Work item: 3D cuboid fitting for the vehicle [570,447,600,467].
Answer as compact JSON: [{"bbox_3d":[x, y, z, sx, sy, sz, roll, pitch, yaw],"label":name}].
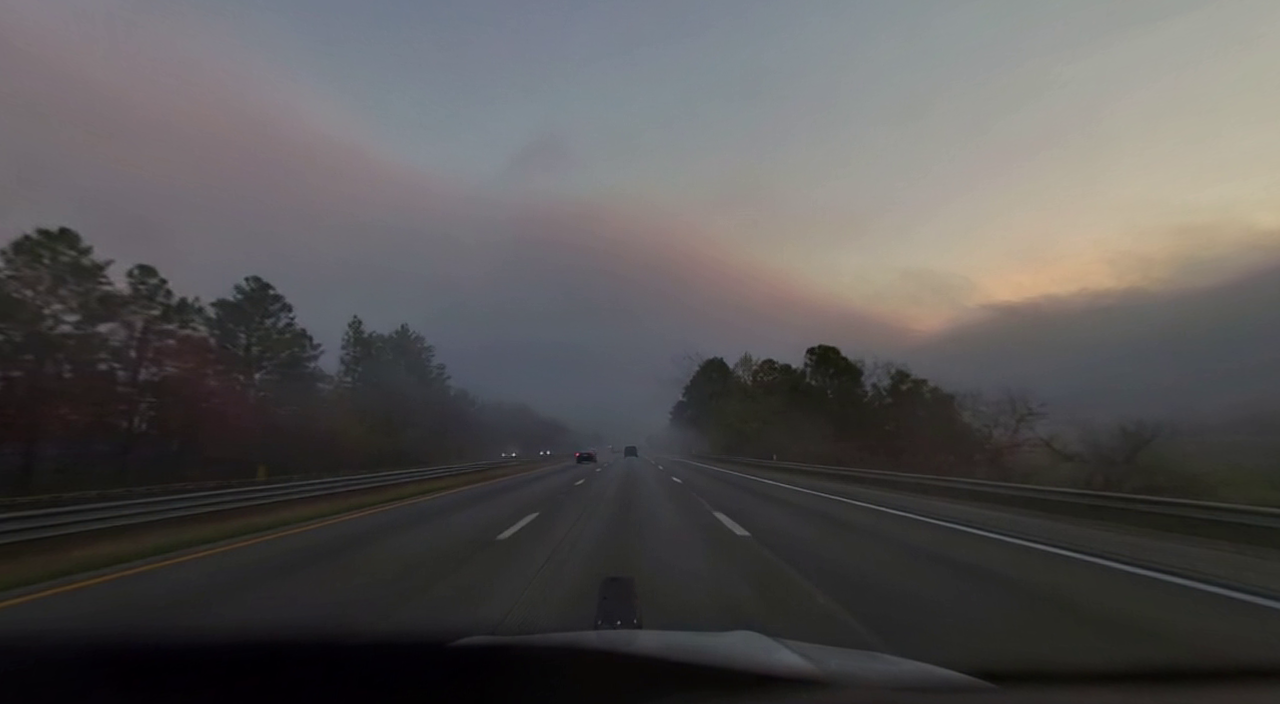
[{"bbox_3d":[-4.245,8.222,49.214,1.970,1.492,3.944,0,-9,0],"label":"vehicle"}]
